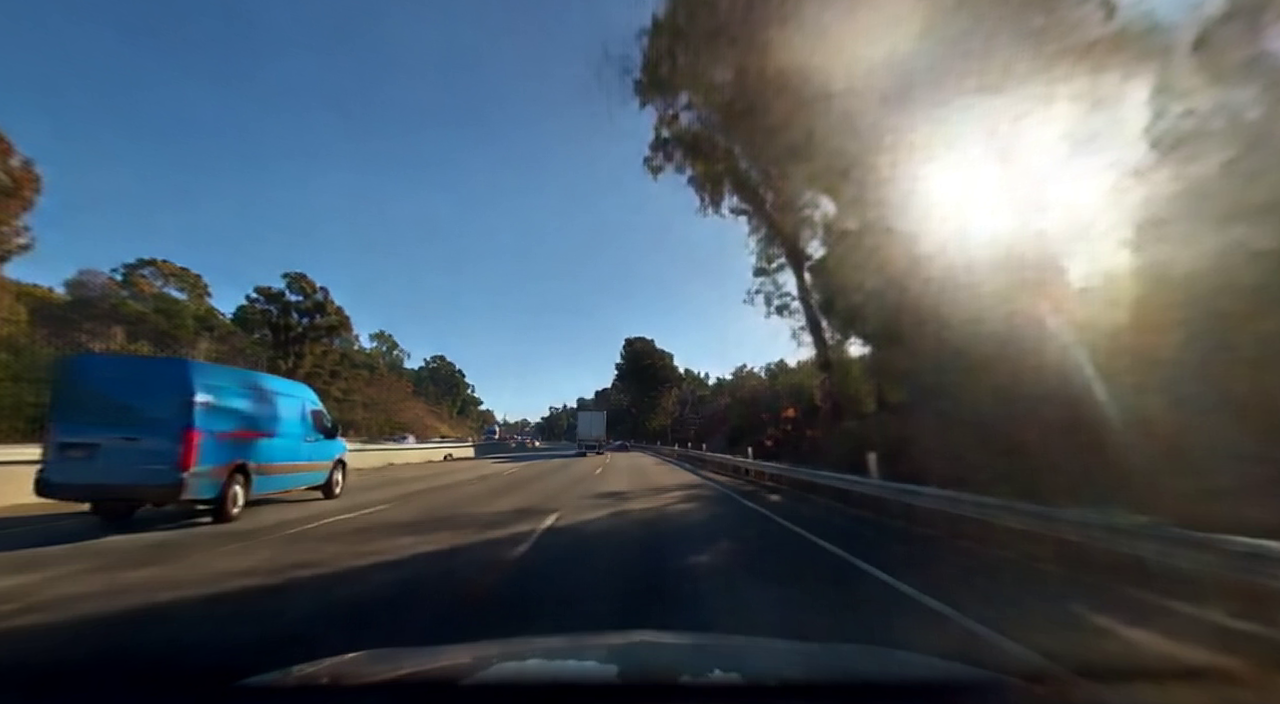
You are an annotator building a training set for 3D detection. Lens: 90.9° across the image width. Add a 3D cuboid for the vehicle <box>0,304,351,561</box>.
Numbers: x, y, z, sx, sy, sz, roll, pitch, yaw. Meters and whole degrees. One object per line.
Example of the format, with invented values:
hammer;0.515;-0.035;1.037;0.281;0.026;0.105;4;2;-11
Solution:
vehicle;-7.499;1.301;10.256;2.396;2.763;6.935;0;-8;-1
